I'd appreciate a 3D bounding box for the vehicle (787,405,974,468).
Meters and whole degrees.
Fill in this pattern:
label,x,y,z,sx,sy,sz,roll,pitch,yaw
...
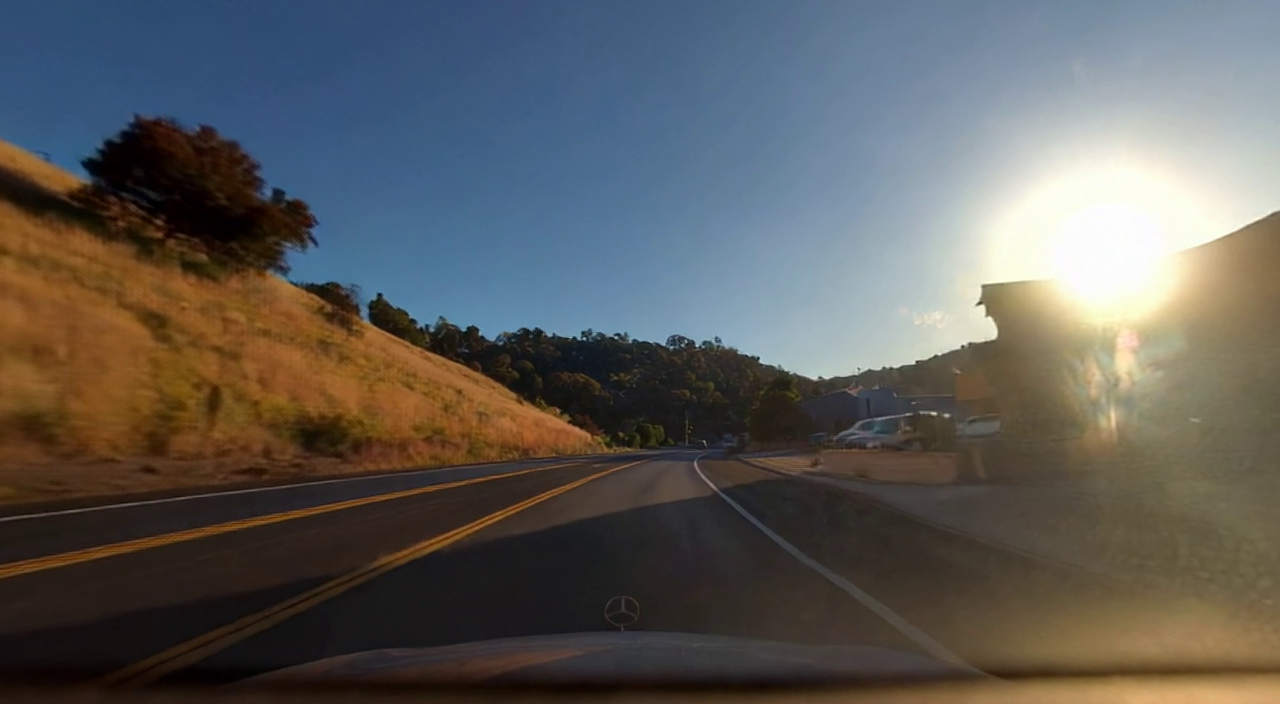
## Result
label,x,y,z,sx,sy,sz,roll,pitch,yaw
vehicle,9.042,3.353,24.480,2.216,1.887,6.388,2,-11,-37

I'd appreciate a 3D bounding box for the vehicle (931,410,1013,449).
label,x,y,z,sx,sy,sz,roll,pitch,yaw
vehicle,20.049,4.782,38.382,2.164,1.875,4.545,-4,-10,-4
